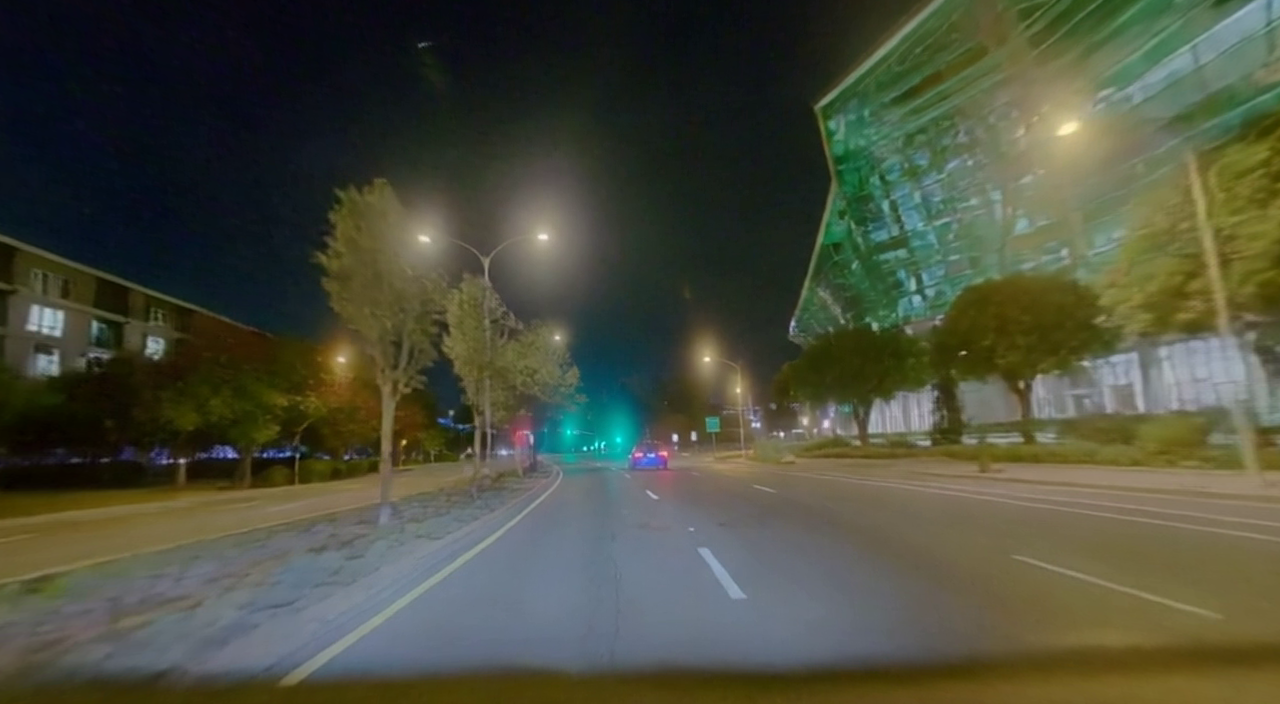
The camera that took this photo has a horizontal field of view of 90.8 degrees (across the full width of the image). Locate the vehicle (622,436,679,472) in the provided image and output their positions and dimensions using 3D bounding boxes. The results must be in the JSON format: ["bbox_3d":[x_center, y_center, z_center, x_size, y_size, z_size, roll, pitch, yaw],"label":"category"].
[{"bbox_3d":[0.420,5.005,31.229,2.165,1.633,4.381,1,-8,-8],"label":"vehicle"}]
